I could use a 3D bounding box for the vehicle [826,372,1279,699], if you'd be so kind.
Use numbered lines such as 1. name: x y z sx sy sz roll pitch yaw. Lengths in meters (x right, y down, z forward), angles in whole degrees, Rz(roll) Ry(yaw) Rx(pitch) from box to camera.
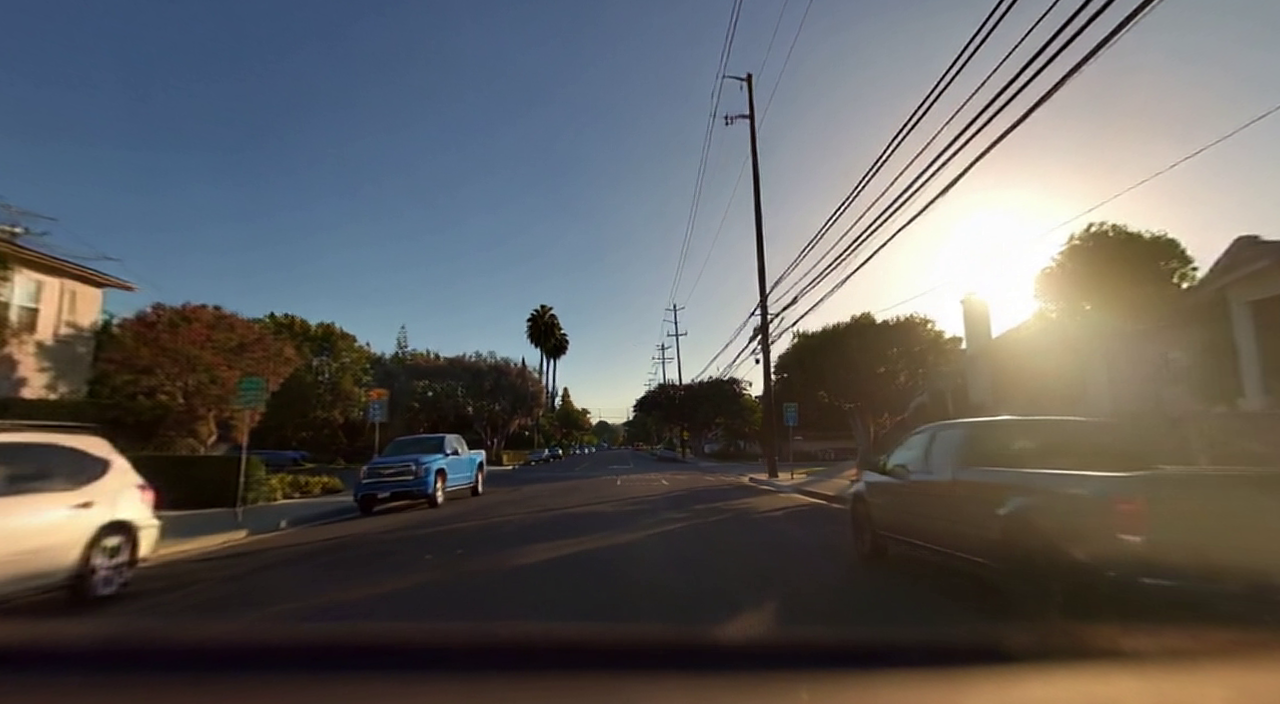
1. vehicle: 3.552 1.322 5.769 2.167 1.746 4.541 0 -9 -2

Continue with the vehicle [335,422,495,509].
1. vehicle: -6.084 3.177 18.211 2.455 2.045 6.171 0 -9 -2

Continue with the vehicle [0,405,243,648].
1. vehicle: -5.821 1.337 4.976 2.226 1.768 4.780 0 -9 0
